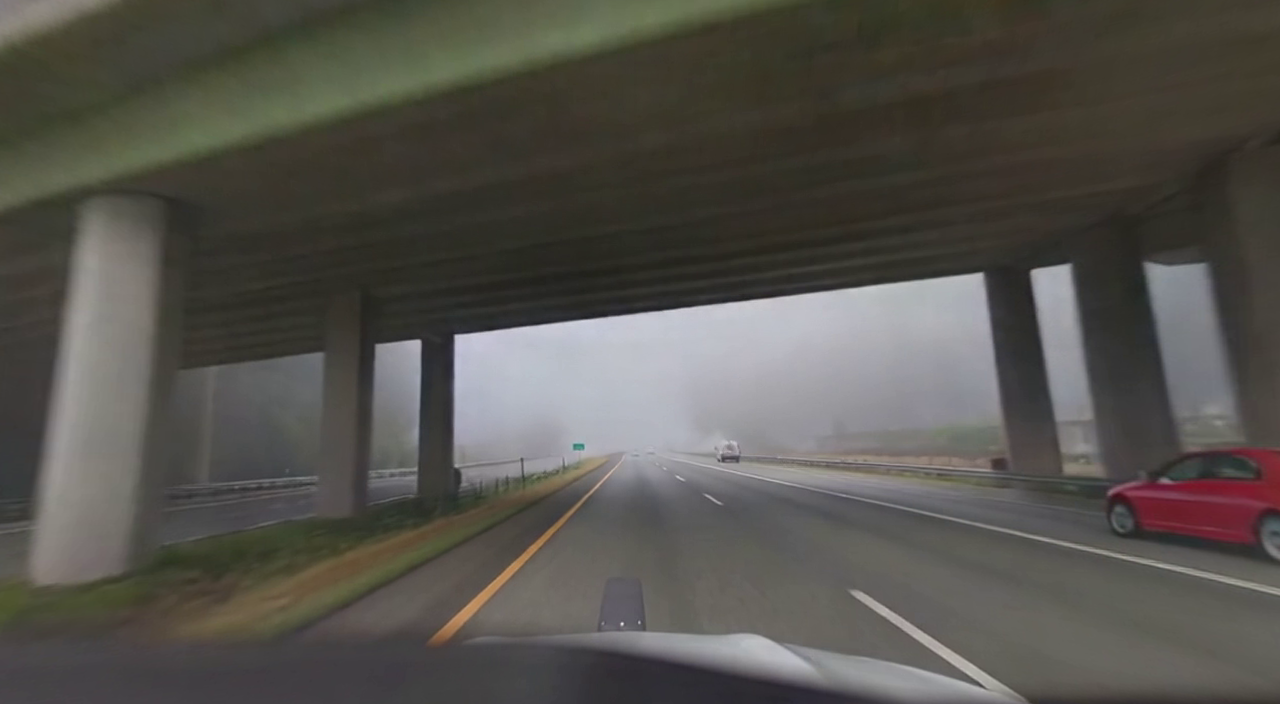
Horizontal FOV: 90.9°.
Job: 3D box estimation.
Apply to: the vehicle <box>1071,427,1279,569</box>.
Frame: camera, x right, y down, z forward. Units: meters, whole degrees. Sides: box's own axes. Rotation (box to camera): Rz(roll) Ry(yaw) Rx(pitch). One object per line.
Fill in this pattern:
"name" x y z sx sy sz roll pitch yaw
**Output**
"vehicle" 7.703 1.688 7.576 1.987 1.473 4.244 0 -9 0
